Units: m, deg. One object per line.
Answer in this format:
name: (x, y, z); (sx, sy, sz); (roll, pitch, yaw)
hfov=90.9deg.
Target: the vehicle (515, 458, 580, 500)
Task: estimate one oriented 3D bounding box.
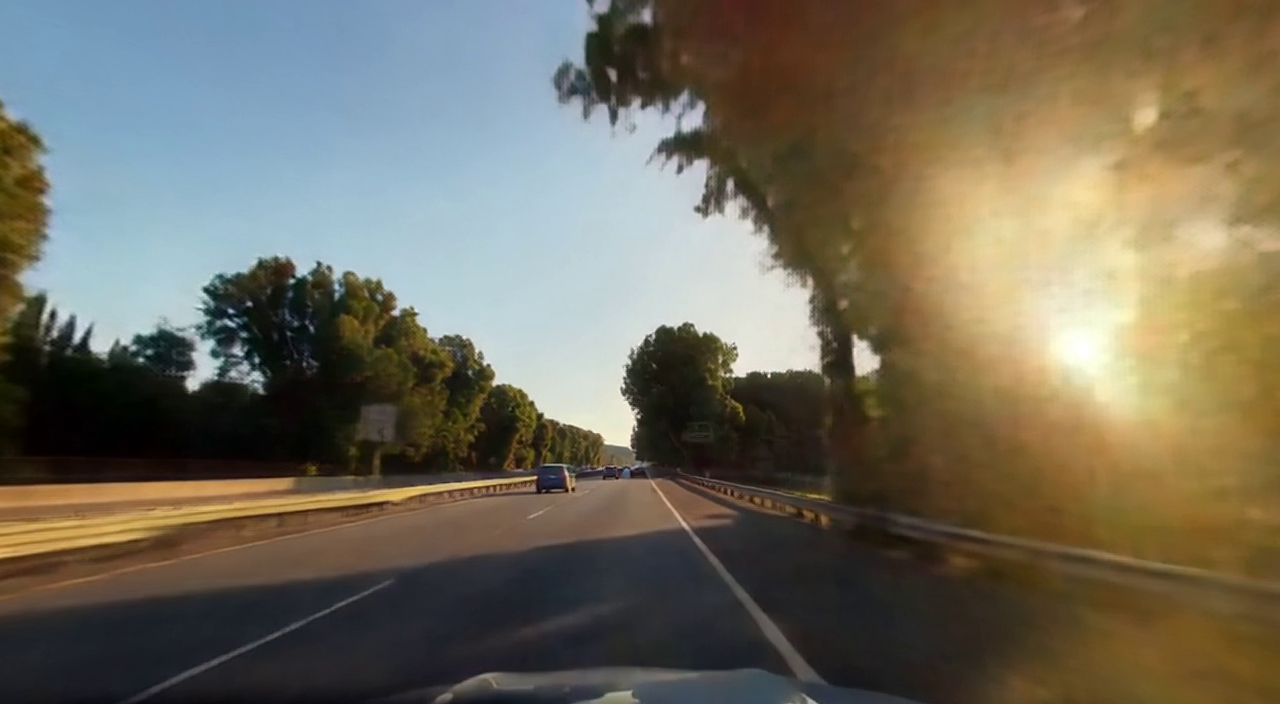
vehicle: (-3.893, 5.488, 27.357); (2.042, 1.629, 4.276); (0, -10, 2)
